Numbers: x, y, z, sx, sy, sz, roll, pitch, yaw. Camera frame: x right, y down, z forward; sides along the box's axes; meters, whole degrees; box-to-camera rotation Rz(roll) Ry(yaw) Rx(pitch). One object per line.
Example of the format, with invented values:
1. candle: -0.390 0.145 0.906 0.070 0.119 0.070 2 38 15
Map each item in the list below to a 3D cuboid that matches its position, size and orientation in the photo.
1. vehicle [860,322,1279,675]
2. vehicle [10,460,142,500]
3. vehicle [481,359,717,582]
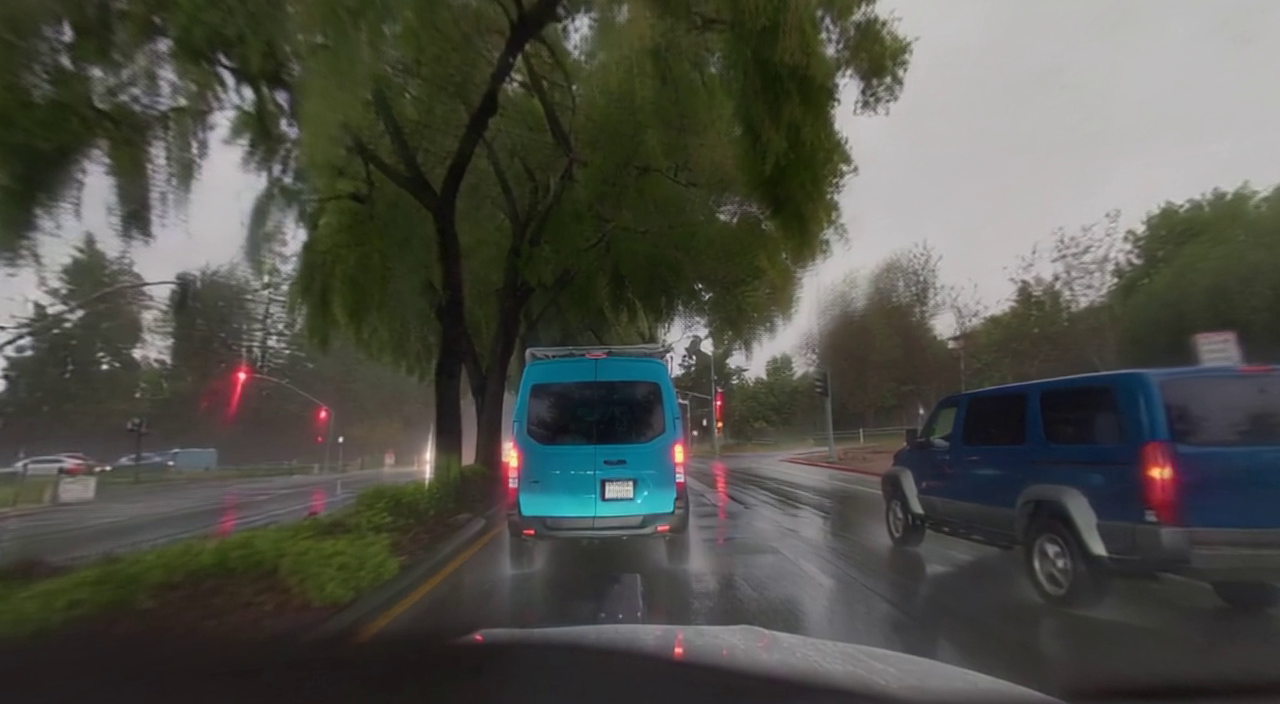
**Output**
1. vehicle: 3.629 1.053 5.406 1.988 1.873 3.968 0 -9 -1
2. vehicle: -27.030 6.082 30.351 4.857 1.729 2.029 -2 -9 11
3. vehicle: -0.340 1.398 8.028 2.145 2.046 4.309 0 -9 1
